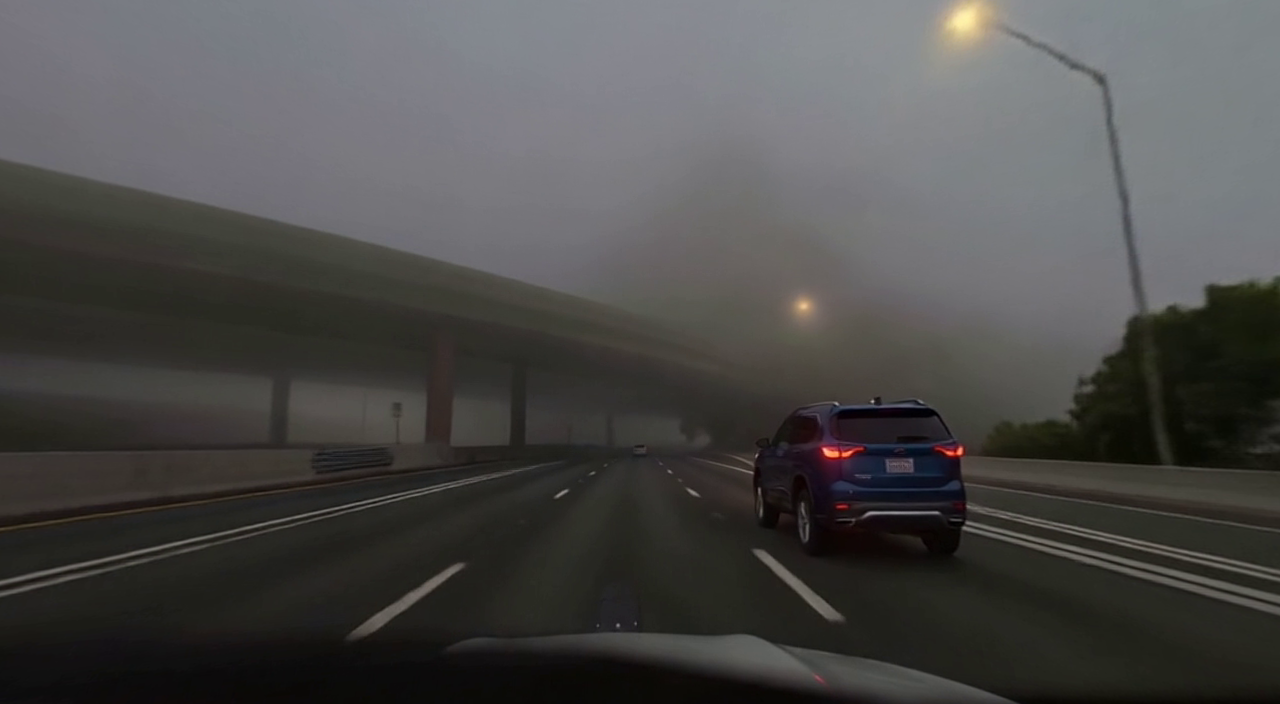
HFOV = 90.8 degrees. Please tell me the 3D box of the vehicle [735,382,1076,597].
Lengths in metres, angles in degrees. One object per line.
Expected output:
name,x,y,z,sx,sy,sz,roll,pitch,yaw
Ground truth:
vehicle,2.770,1.597,8.230,2.155,1.918,4.945,0,-9,-2
